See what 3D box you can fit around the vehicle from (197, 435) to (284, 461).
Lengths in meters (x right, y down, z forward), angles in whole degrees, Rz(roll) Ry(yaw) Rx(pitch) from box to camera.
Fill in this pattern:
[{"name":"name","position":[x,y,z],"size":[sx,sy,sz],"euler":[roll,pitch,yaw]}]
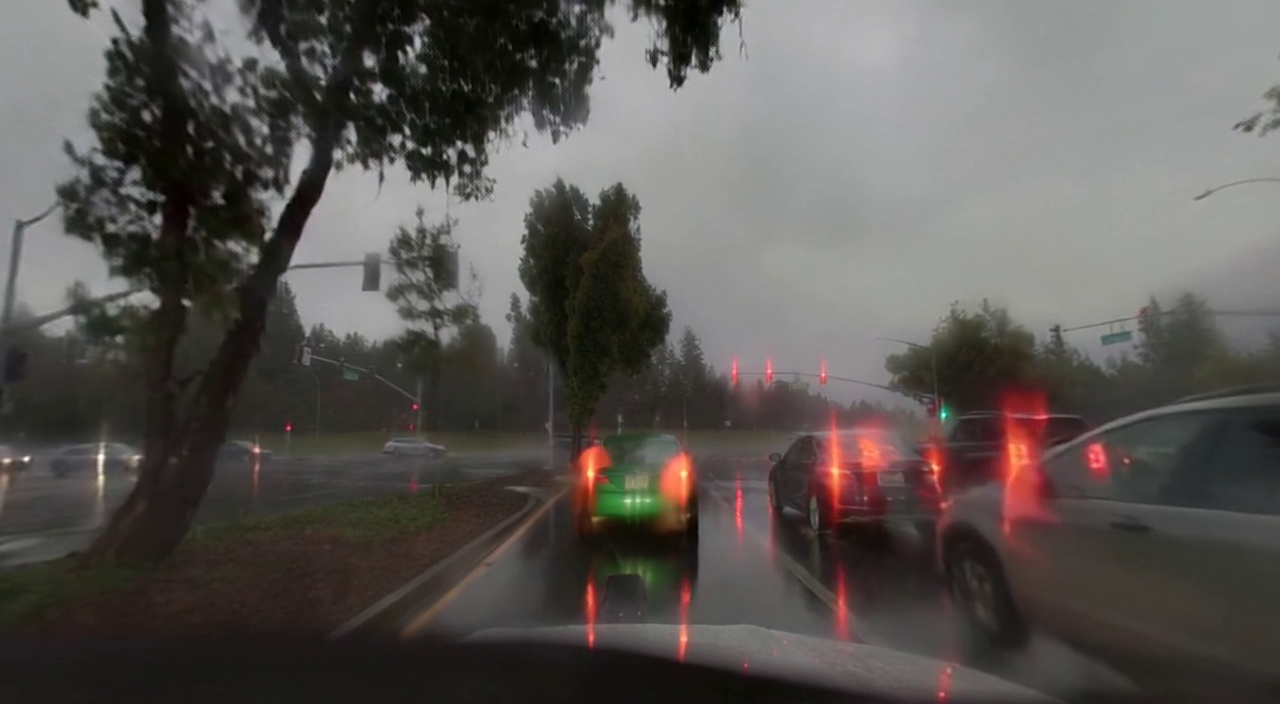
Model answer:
[{"name":"vehicle","position":[-26.491,6.361,41.941],"size":[4.526,1.649,1.920],"euler":[-1,-9,4]}]

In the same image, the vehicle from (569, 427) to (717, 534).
[{"name":"vehicle","position":[0.067,2.082,10.812],"size":[2.026,1.458,4.175],"euler":[0,-9,1]}]

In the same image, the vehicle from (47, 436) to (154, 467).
[{"name":"vehicle","position":[-30.360,5.590,35.622],"size":[4.517,1.637,1.935],"euler":[-1,-9,8]}]

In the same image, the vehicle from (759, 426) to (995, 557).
[{"name":"vehicle","position":[3.131,1.923,9.466],"size":[1.861,1.479,4.371],"euler":[0,-9,0]}]

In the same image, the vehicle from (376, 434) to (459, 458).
[{"name":"vehicle","position":[-14.407,6.128,41.106],"size":[4.670,1.542,1.861],"euler":[1,-9,-5]}]

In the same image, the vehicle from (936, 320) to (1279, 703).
[{"name":"vehicle","position":[3.413,0.810,2.505],"size":[2.111,1.780,4.990],"euler":[0,-9,1]}]
